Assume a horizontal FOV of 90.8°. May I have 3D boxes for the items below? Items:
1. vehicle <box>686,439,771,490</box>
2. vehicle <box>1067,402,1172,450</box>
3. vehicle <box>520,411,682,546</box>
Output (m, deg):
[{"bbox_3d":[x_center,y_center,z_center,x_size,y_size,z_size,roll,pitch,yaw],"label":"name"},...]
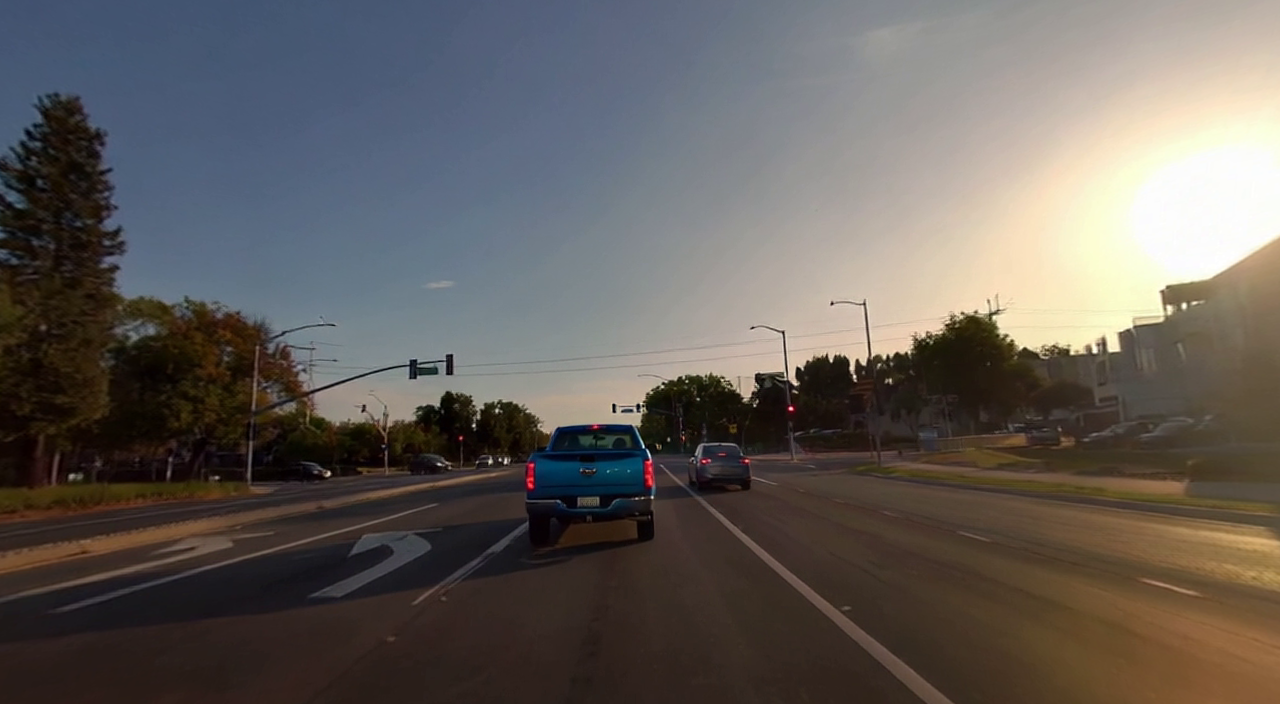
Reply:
[{"bbox_3d":[2.771,3.659,20.942,2.073,1.484,4.437,0,-9,-1],"label":"vehicle"},{"bbox_3d":[30.346,4.791,40.186,2.892,2.881,4.178,2,-9,-16],"label":"vehicle"},{"bbox_3d":[-0.540,2.032,10.815,2.145,1.762,4.731,0,-9,-1],"label":"vehicle"}]
